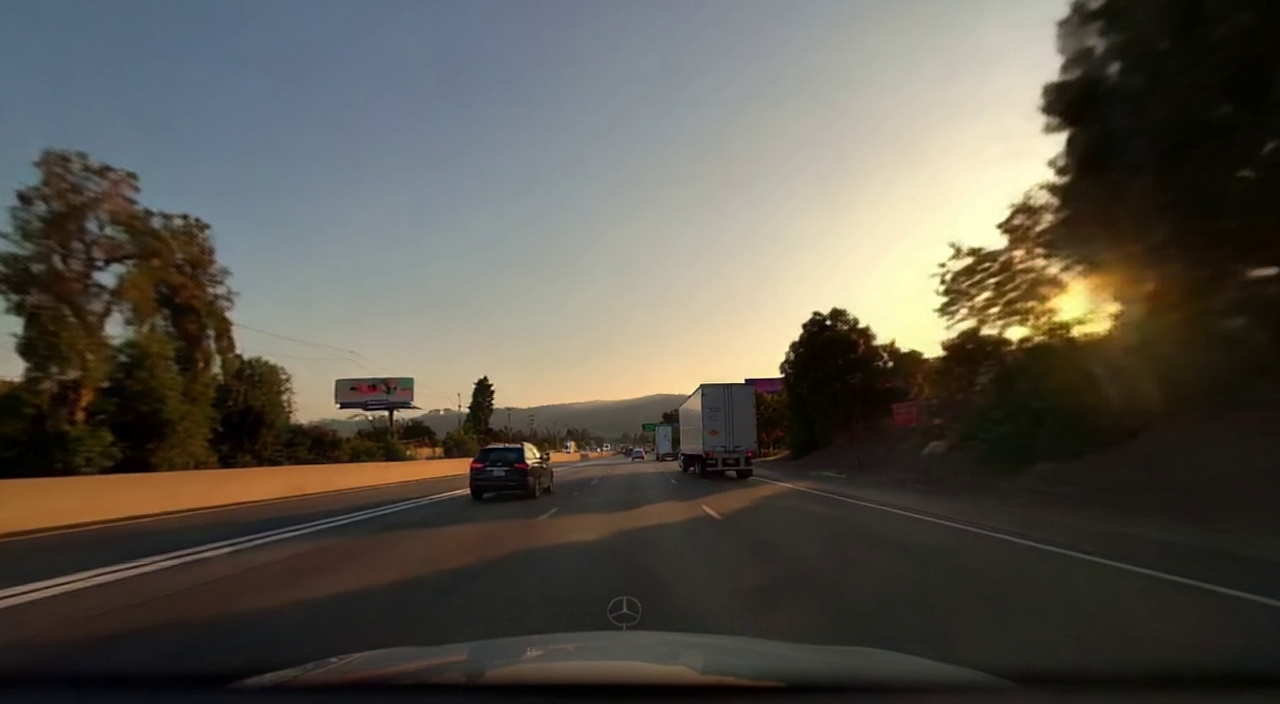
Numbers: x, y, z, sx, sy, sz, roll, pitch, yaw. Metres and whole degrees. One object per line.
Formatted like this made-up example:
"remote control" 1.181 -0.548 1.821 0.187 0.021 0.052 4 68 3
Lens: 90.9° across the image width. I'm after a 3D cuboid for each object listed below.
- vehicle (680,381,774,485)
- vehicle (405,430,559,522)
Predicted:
"vehicle" 4.037 4.441 33.241 2.826 4.269 14.176 0 -9 0
"vehicle" -3.454 2.838 14.957 2.291 1.788 4.825 0 -9 1
